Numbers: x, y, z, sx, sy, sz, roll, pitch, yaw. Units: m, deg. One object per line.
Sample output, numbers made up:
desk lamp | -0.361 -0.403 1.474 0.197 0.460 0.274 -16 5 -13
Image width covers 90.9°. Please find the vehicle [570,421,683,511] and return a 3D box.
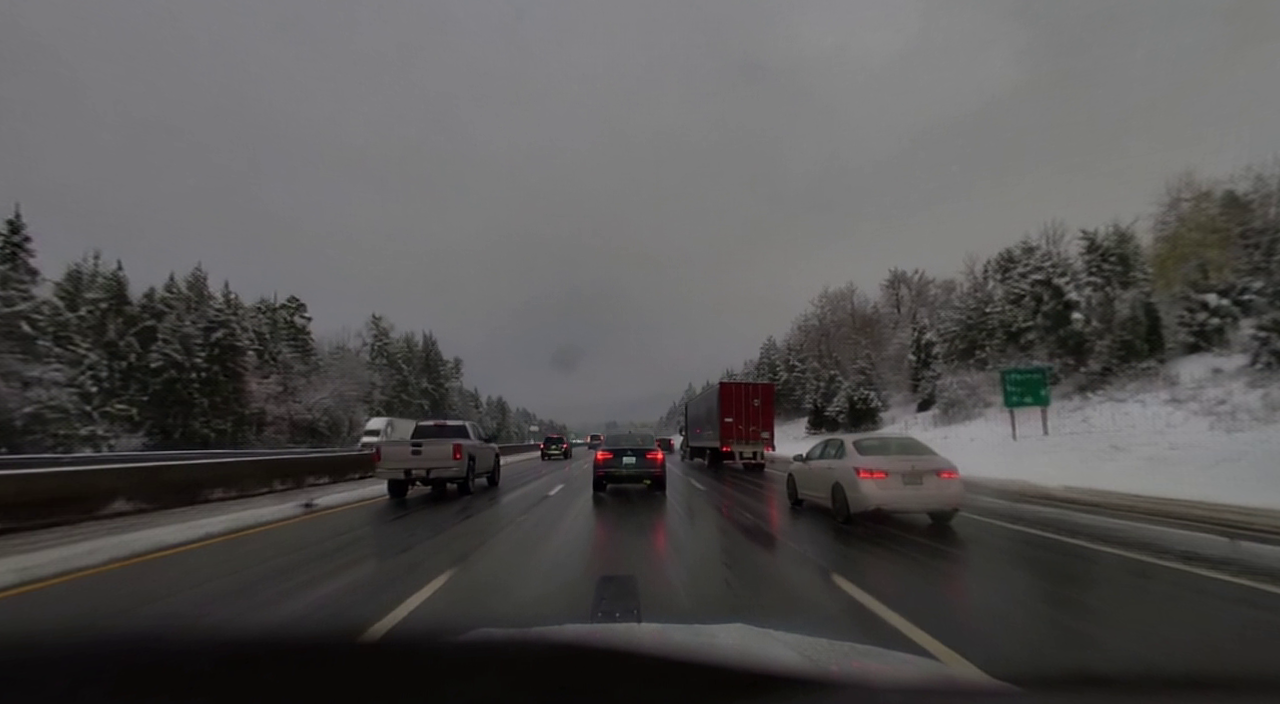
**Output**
vehicle | -0.281 2.375 13.607 2.083 1.647 3.799 0 -8 -1

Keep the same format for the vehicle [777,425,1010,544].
vehicle | 3.642 1.947 9.975 1.951 1.477 3.963 0 -8 -1

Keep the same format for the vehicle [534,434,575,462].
vehicle | -5.239 5.914 39.086 1.971 1.648 3.983 0 -8 -1

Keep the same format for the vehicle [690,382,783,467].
vehicle | 5.248 4.462 37.656 2.888 4.135 14.071 0 -8 -2

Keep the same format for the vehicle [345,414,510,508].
vehicle | -4.533 2.396 14.388 2.101 1.767 4.702 0 -8 0
